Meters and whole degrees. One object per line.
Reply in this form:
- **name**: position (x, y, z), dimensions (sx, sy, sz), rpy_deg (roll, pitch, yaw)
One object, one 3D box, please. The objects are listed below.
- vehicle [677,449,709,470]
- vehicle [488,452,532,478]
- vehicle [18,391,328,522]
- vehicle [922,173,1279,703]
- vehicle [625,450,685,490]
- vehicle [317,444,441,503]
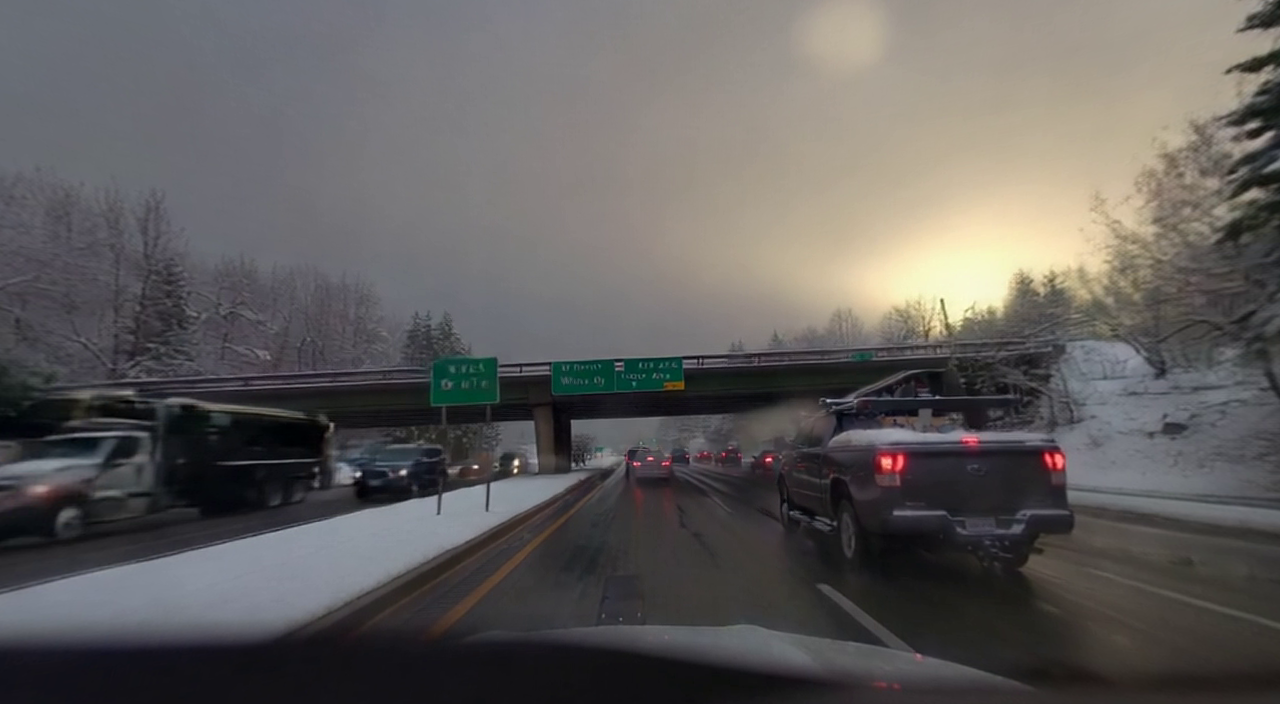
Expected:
- **vehicle**: position (3.767, 7.741, 45.634), dimensions (1.962, 1.431, 4.205), rpy_deg (0, -9, 0)
- **vehicle**: position (-8.251, 7.184, 40.408), dimensions (1.858, 1.494, 4.034), rpy_deg (0, -9, 1)
- **vehicle**: position (-15.830, 3.725, 23.250), dimensions (3.206, 3.617, 10.684), rpy_deg (-1, -8, 0)
- **vehicle**: position (3.449, 0.592, 2.254), dimensions (2.588, 2.321, 4.927), rpy_deg (0, -9, 0)
- **vehicle**: position (0.511, 4.312, 23.384), dimensions (2.027, 1.341, 3.775), rpy_deg (0, -9, 0)
- **vehicle**: position (-8.627, 4.016, 21.454), dimensions (2.165, 1.764, 4.671), rpy_deg (0, -9, 0)
